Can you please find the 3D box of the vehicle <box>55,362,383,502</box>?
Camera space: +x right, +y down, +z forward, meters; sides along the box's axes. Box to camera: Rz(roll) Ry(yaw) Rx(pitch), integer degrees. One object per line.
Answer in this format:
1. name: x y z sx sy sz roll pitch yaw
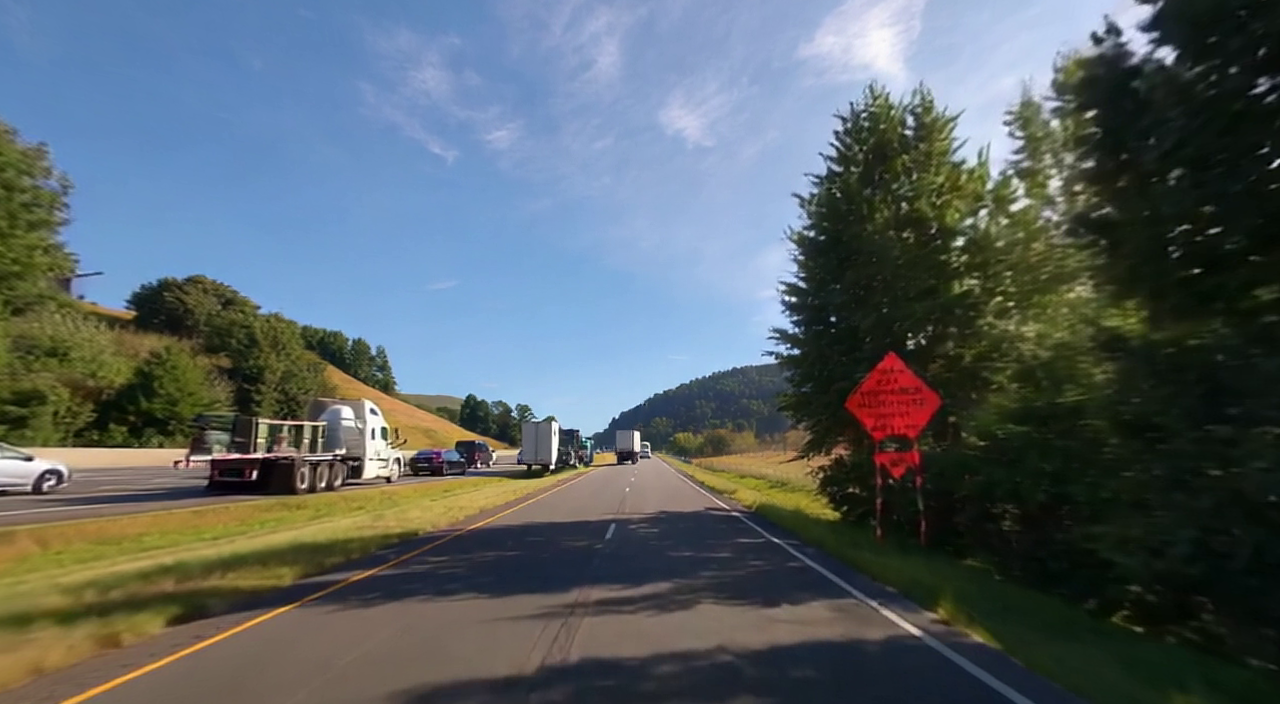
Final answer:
1. vehicle: -13.380 2.979 22.282 2.745 3.617 11.590 -1 -9 5
